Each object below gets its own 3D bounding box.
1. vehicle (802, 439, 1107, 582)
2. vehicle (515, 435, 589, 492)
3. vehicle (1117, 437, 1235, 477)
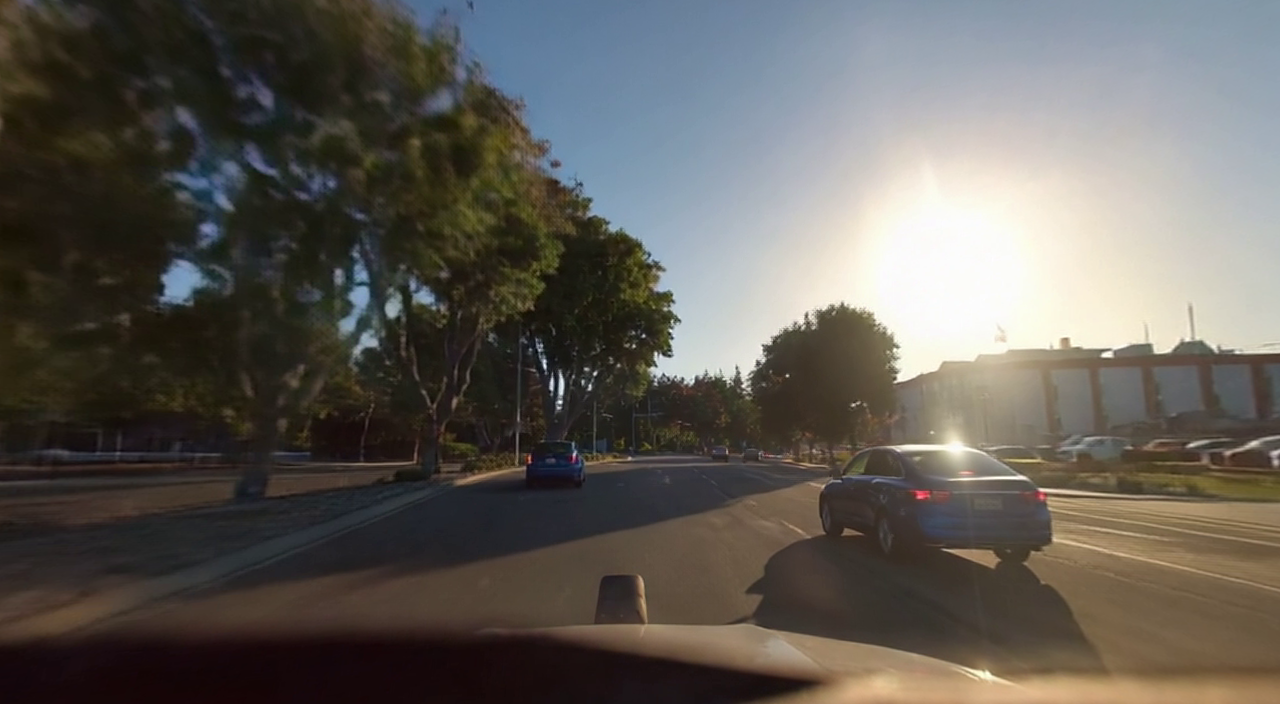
[{"bbox_3d":[3.753,1.934,8.631,1.918,1.418,4.360,0,-8,0],"label":"vehicle"},{"bbox_3d":[-2.824,3.692,21.266,2.085,1.693,4.301,0,-8,-3],"label":"vehicle"},{"bbox_3d":[24.679,4.816,29.113,4.286,1.712,1.927,2,-9,-15],"label":"vehicle"}]
